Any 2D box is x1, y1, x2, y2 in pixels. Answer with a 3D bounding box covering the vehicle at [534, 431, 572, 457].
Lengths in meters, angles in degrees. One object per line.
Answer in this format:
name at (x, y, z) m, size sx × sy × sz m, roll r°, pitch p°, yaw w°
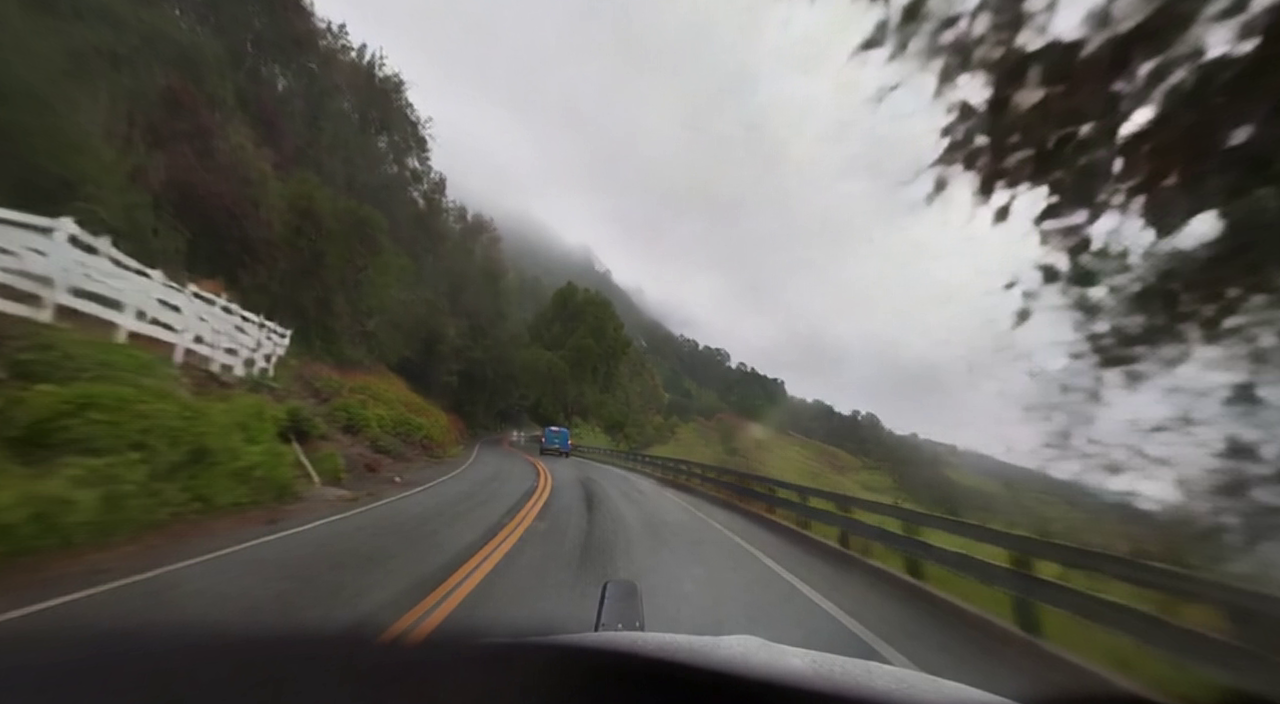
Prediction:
vehicle at (-6.762, 7.096, 48.659) m, size 2.439 × 1.912 × 5.605 m, roll 2°, pitch -9°, yaw -12°
